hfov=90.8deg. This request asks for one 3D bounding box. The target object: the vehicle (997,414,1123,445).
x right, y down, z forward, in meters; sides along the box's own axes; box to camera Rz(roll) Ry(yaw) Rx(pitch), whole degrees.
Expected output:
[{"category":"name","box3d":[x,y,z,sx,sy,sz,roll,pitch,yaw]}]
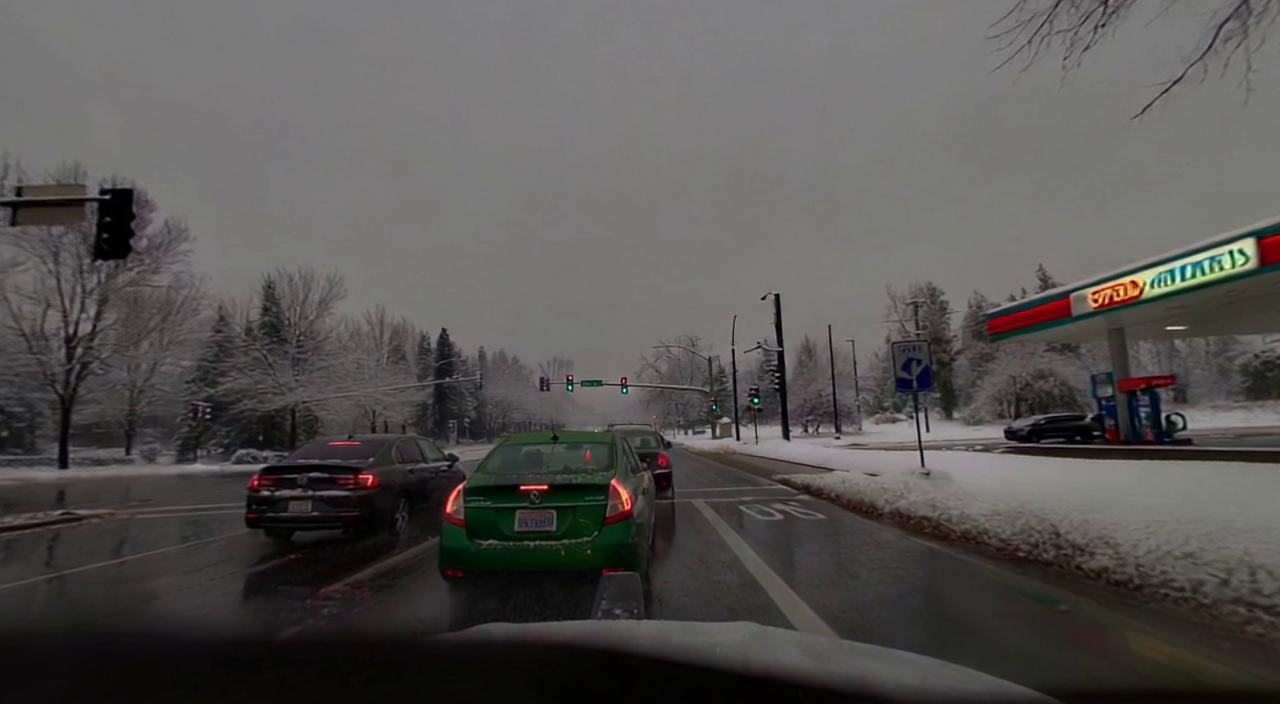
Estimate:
[{"category":"vehicle","box3d":[21.164,3.936,31.995,4.874,1.502,2.048,0,-8,0]}]

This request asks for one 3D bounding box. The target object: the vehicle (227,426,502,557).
[{"category":"vehicle","box3d":[-3.756,1.983,9.830,1.995,1.506,4.773,0,-8,2]}]

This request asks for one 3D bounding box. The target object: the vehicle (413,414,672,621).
[{"category":"vehicle","box3d":[-0.648,1.548,6.963,1.916,1.510,4.447,0,-8,2]}]
